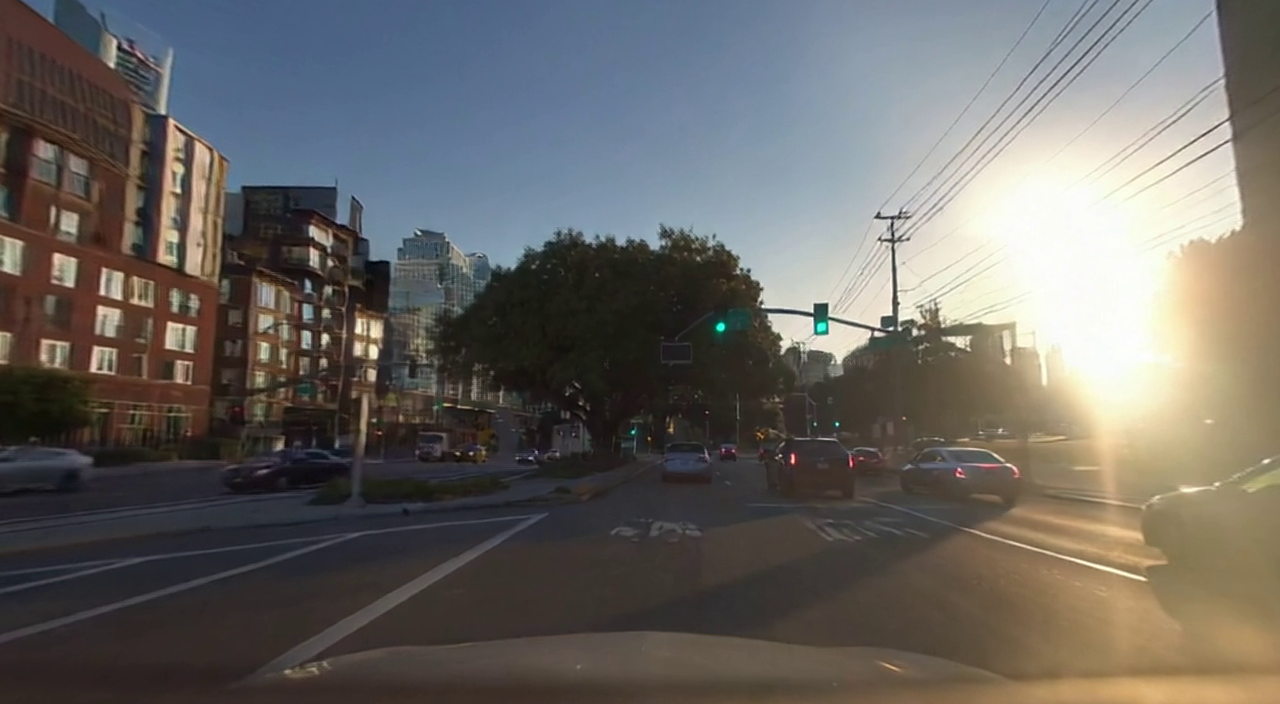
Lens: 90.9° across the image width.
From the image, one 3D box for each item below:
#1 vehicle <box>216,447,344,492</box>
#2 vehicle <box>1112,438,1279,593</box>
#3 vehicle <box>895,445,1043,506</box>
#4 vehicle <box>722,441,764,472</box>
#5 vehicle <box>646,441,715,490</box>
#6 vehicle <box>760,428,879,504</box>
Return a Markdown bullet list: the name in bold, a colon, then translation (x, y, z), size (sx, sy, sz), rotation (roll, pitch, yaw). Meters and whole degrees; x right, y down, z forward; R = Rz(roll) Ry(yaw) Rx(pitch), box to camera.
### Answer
- **vehicle**: translation (-12.326, 4.026, 21.955), size (1.779, 1.388, 4.210), rotation (0, -8, 4)
- **vehicle**: translation (7.073, 1.547, 5.887), size (1.866, 1.471, 4.478), rotation (0, -8, 1)
- **vehicle**: translation (9.058, 3.387, 17.866), size (1.882, 1.463, 4.543), rotation (0, -8, 2)
- **vehicle**: translation (5.702, 5.825, 35.312), size (1.896, 1.612, 4.203), rotation (-1, -8, 4)
- **vehicle**: translation (1.456, 3.897, 22.088), size (2.168, 1.527, 4.174), rotation (-1, -8, 5)
- **vehicle**: translation (4.831, 3.133, 17.819), size (2.119, 1.810, 4.848), rotation (0, -8, 3)
